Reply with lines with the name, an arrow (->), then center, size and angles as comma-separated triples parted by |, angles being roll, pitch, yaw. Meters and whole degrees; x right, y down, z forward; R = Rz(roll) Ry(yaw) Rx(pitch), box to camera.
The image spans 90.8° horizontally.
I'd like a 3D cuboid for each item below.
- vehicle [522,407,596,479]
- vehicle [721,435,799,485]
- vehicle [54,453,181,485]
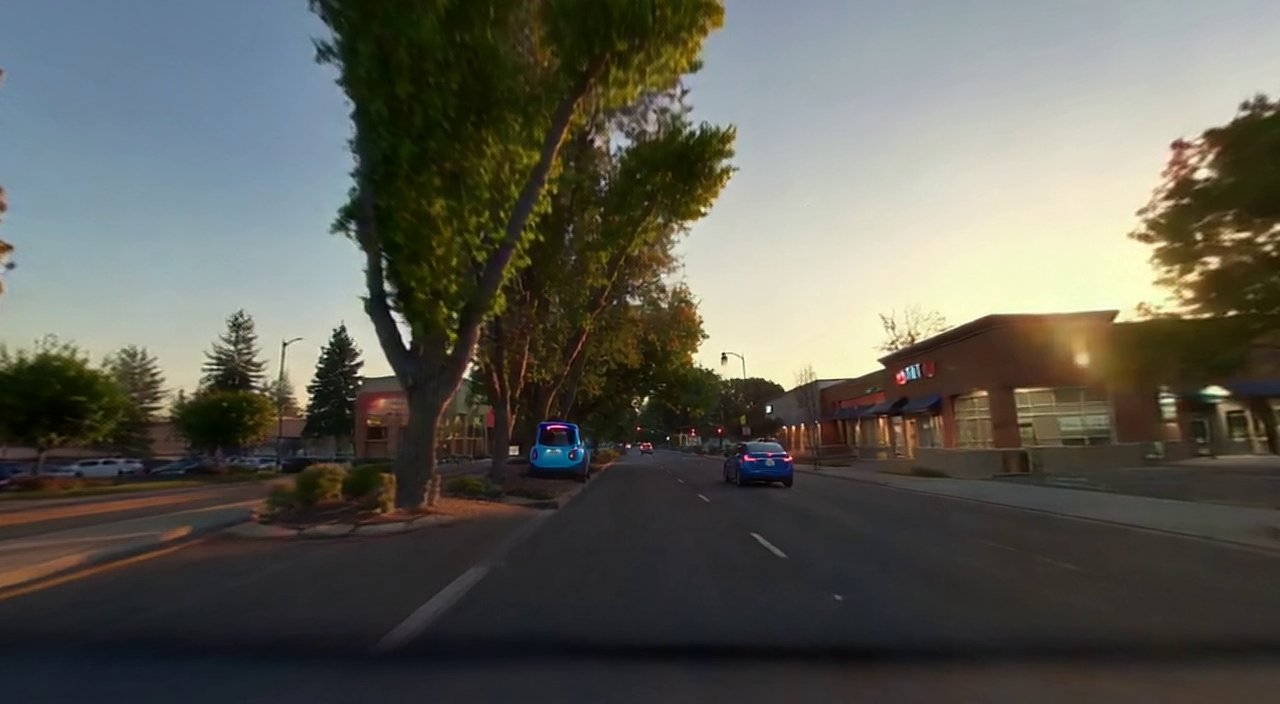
vehicle -> -3.354, 3.973, 27.610 | 2.443, 2.784, 5.862 | 0, -9, 0
vehicle -> 4.207, 3.871, 22.909 | 1.869, 1.646, 4.166 | 0, -9, -2
vehicle -> -31.915, 7.149, 38.881 | 5.692, 1.725, 2.144 | 5, -10, -33
